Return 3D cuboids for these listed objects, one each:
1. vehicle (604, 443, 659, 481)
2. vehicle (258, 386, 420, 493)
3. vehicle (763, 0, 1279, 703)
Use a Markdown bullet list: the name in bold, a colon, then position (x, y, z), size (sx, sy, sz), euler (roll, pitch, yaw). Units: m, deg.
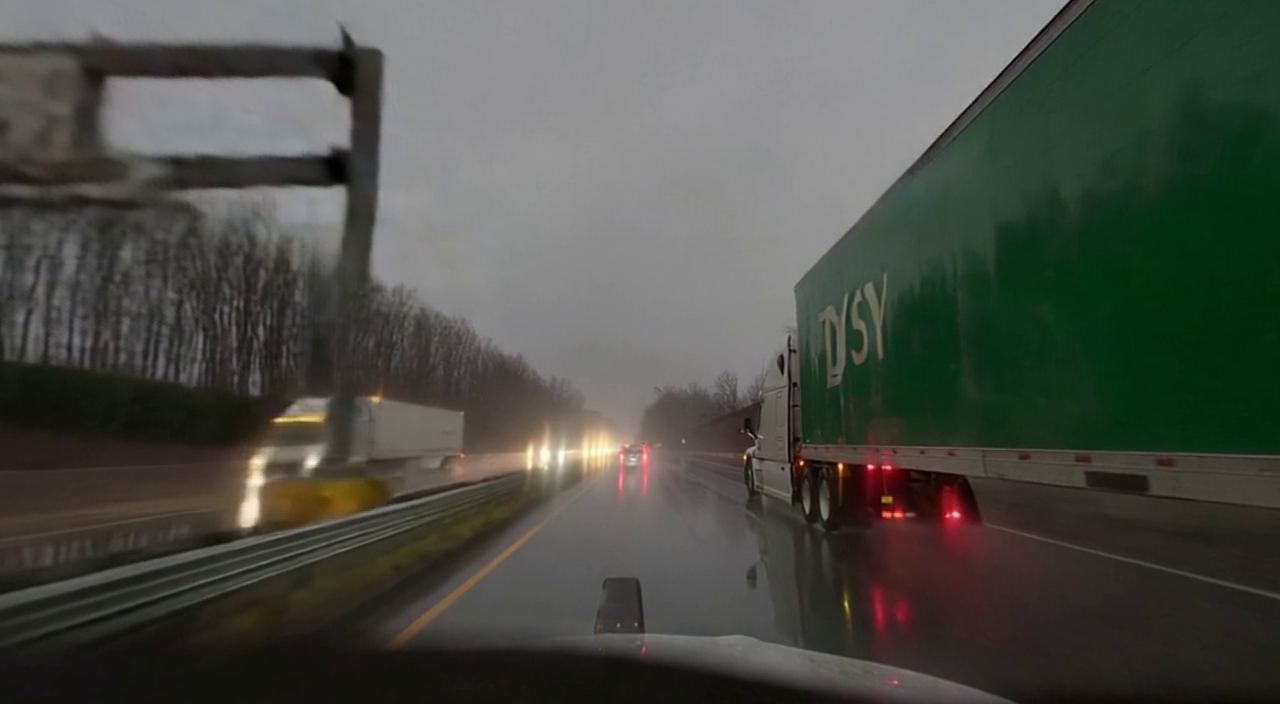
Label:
- **vehicle**: position (-0.379, 4.847, 27.807), size (2.244, 1.506, 4.097), euler (0, -9, -1)
- **vehicle**: position (-13.204, 4.032, 28.642), size (3.253, 4.163, 8.081), euler (0, -9, 0)
- **vehicle**: position (4.480, 0.183, 6.610), size (3.317, 4.020, 14.141), euler (0, -9, -1)
